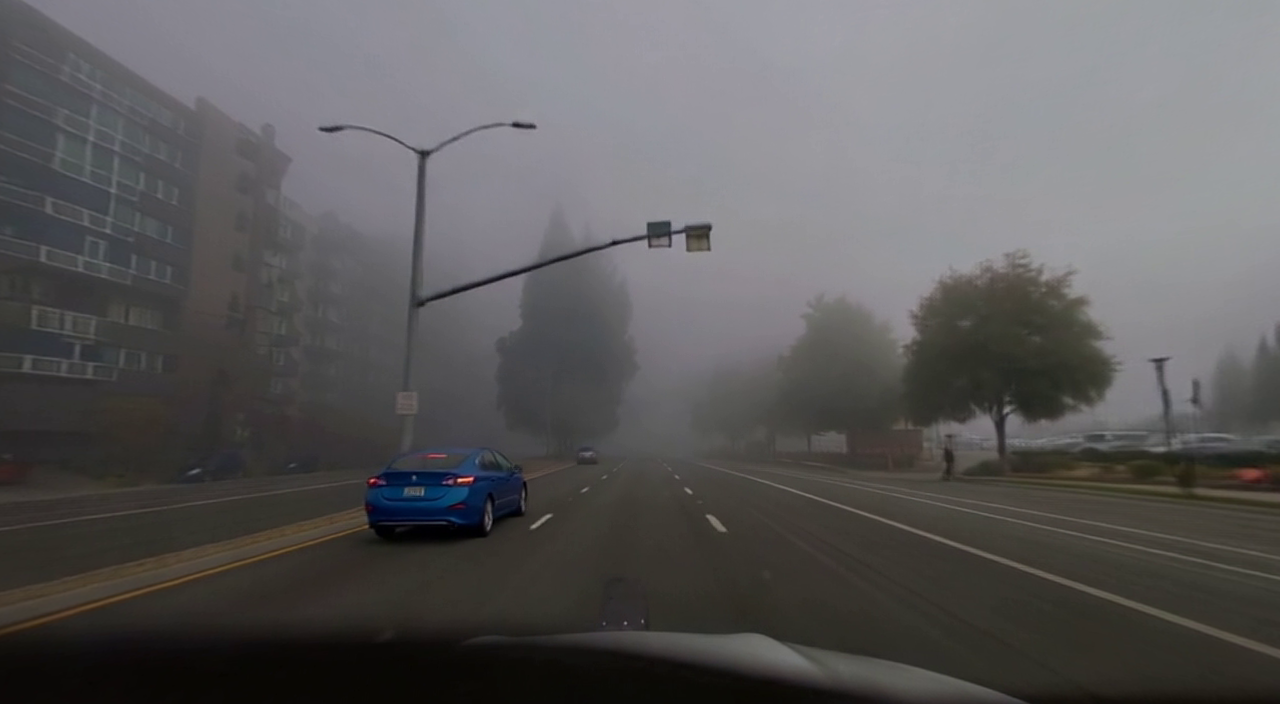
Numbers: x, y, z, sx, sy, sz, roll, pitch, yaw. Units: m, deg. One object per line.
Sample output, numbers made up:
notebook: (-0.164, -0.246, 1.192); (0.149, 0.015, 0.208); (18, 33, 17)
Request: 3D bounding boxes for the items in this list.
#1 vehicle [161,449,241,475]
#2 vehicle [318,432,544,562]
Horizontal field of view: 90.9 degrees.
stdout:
vehicle: (-28.179, 7.052, 40.640); (1.857, 1.539, 4.760); (0, -8, -2)
vehicle: (-3.006, 2.150, 10.219); (2.009, 1.489, 4.543); (-4, -8, 1)
